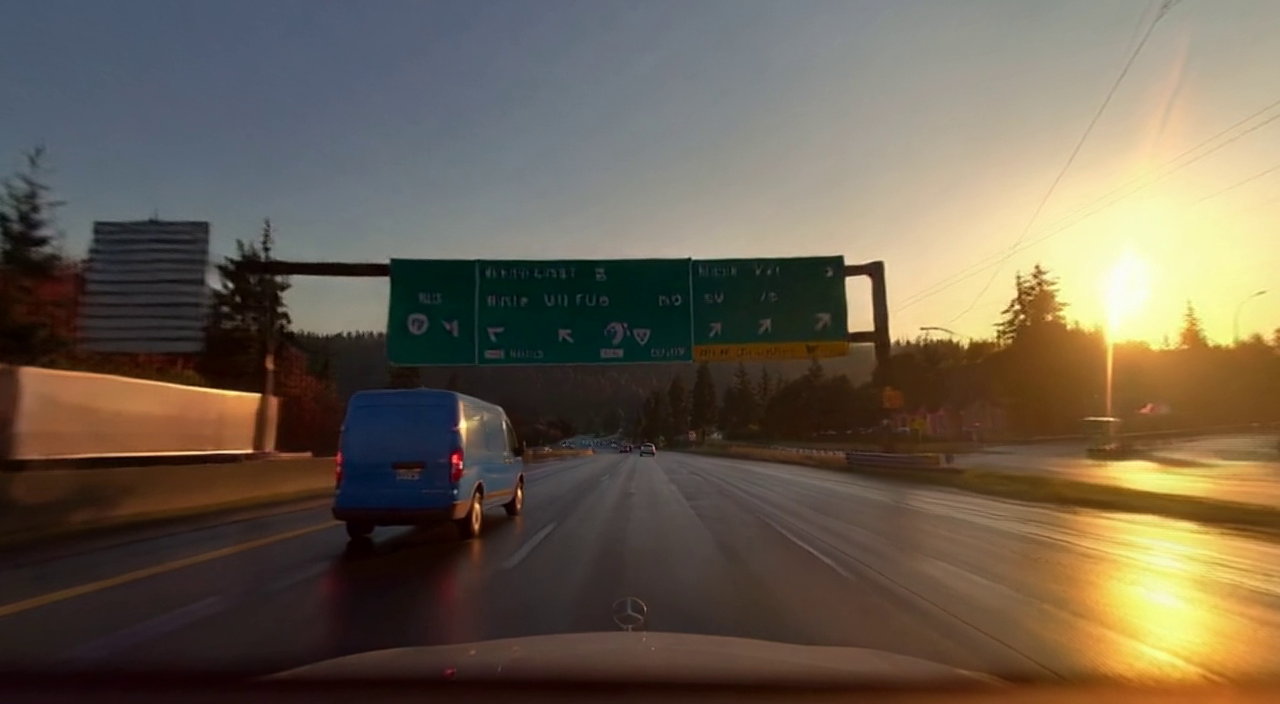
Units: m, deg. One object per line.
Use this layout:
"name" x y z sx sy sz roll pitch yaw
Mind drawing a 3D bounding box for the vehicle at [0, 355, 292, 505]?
"vehicle" -19.314 3.120 24.104 3.495 4.081 14.680 0 -8 0

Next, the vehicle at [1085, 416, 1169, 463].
"vehicle" 31.486 5.674 40.933 2.207 2.820 5.493 -2 -8 15

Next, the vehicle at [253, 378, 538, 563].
"vehicle" -3.080 1.625 9.308 2.281 2.025 4.586 0 -8 1
